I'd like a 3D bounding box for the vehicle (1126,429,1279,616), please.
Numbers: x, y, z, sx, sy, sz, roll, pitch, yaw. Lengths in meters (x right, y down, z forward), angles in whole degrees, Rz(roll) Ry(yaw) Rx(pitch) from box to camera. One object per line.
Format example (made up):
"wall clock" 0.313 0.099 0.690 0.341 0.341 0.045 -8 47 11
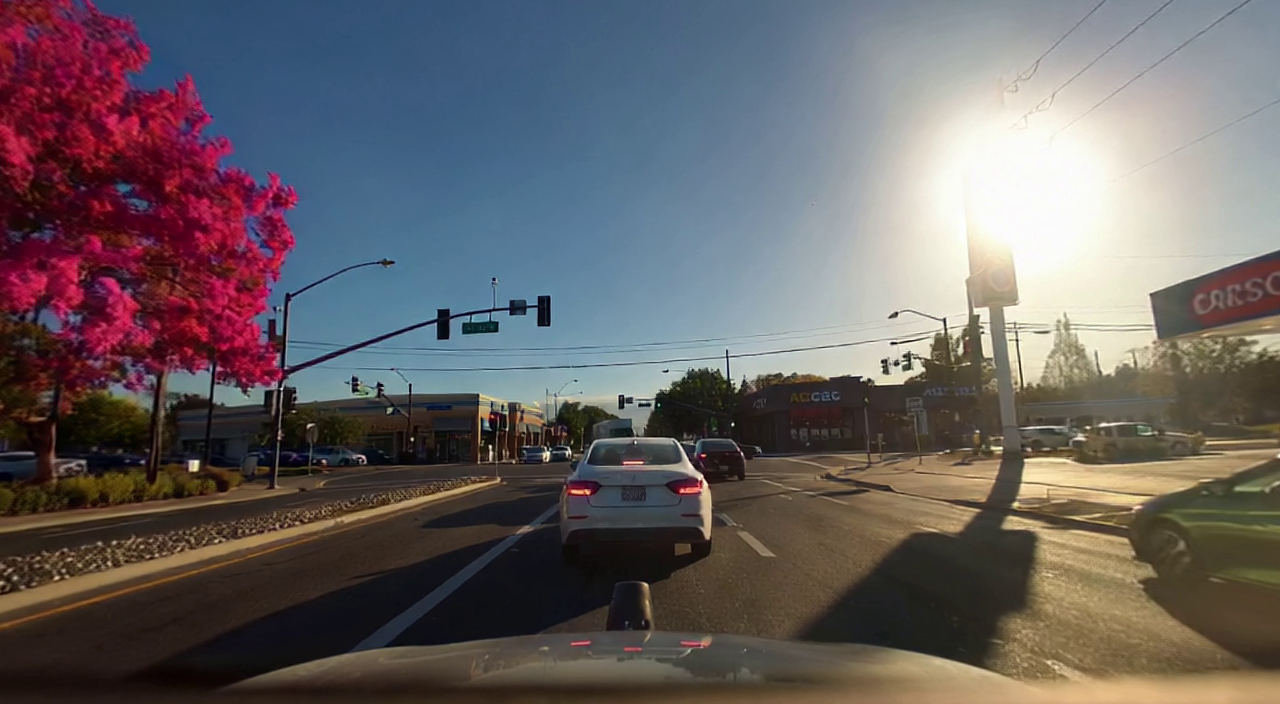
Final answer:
"vehicle" 6.188 1.292 4.481 1.942 1.511 4.390 0 -8 0

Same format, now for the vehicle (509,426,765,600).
"vehicle" -0.055 1.694 7.554 2.213 1.482 4.057 0 -8 -1

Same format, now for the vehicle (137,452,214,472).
"vehicle" -34.881 8.272 47.361 4.466 1.438 1.837 -1 -8 5

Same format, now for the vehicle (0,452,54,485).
"vehicle" -33.302 6.037 32.897 2.186 1.588 4.686 3 -9 -20

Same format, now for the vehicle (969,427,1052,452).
"vehicle" 27.123 6.424 46.284 4.664 1.728 2.171 -1 -8 3

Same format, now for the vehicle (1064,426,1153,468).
"vehicle" 18.589 3.756 24.913 4.300 1.495 2.053 8 -12 -44
